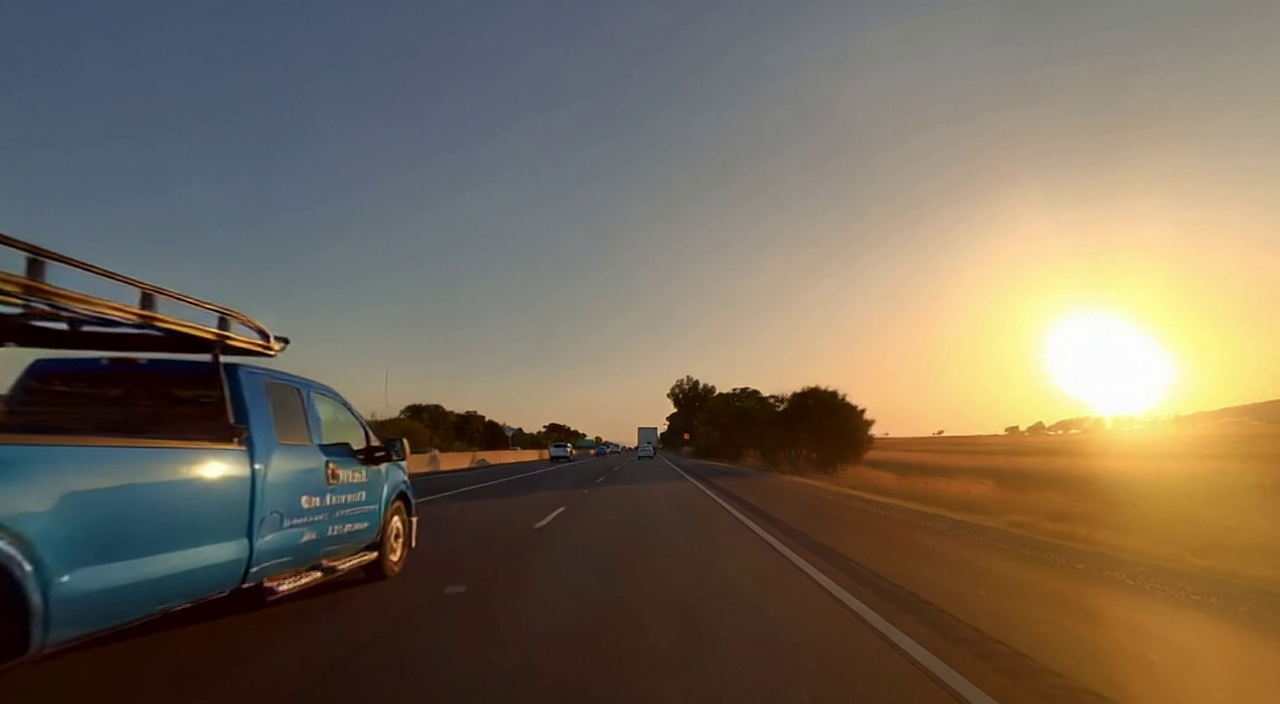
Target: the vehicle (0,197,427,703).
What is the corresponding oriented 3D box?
[{"bbox_3d":[-3.771,0.771,3.503,2.791,2.330,6.725,0,-8,0],"label":"vehicle"}]
